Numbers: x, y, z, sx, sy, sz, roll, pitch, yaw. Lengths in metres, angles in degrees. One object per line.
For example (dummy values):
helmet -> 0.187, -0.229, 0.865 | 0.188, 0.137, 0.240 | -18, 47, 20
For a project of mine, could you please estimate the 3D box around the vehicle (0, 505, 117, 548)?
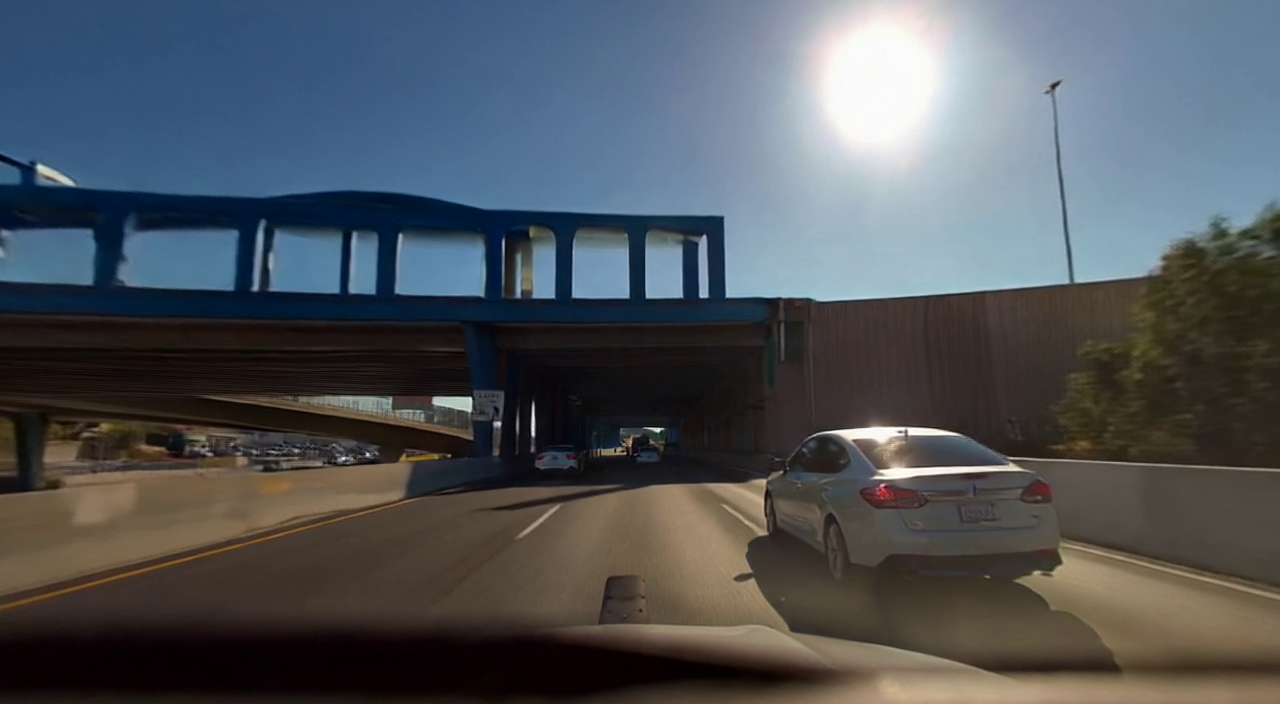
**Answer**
vehicle -> -27.914, 8.335, 30.326 | 2.065, 1.542, 3.937 | 0, -9, 1

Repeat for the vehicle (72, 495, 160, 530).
vehicle -> -32.057, 9.831, 38.744 | 2.057, 1.665, 3.981 | 0, -8, -2

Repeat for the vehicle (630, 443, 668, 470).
vehicle -> 0.450, 5.581, 33.904 | 1.877, 1.386, 3.872 | 0, -8, 0

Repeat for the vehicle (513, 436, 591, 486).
vehicle -> -3.008, 3.826, 22.521 | 2.064, 1.589, 4.213 | 0, -8, 1
